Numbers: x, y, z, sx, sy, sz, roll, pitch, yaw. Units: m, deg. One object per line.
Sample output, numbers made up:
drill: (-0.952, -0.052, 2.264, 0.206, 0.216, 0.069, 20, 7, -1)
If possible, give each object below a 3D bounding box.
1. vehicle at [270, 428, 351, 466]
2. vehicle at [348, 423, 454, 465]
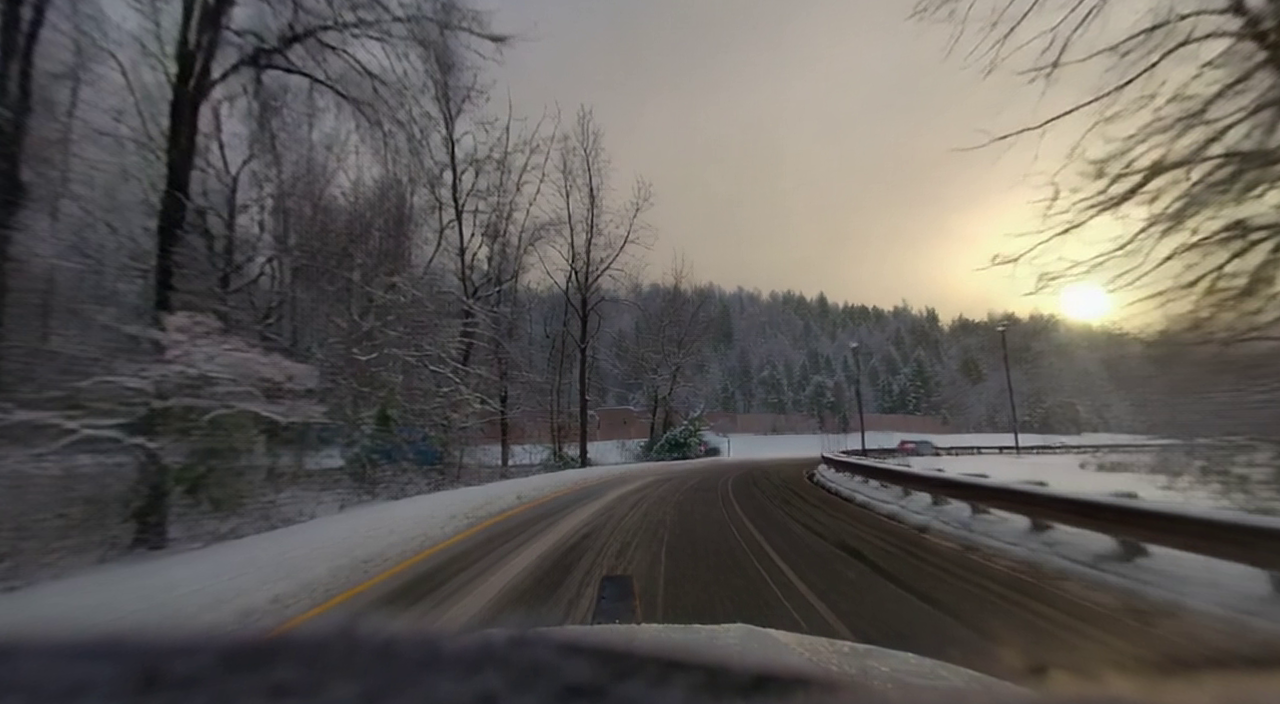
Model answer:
vehicle: (-23.567, 6.817, 45.312, 4.784, 2.535, 2.203, 2, -9, -20)
vehicle: (-17.847, 6.880, 47.355, 7.155, 2.942, 2.420, 3, -8, -21)
